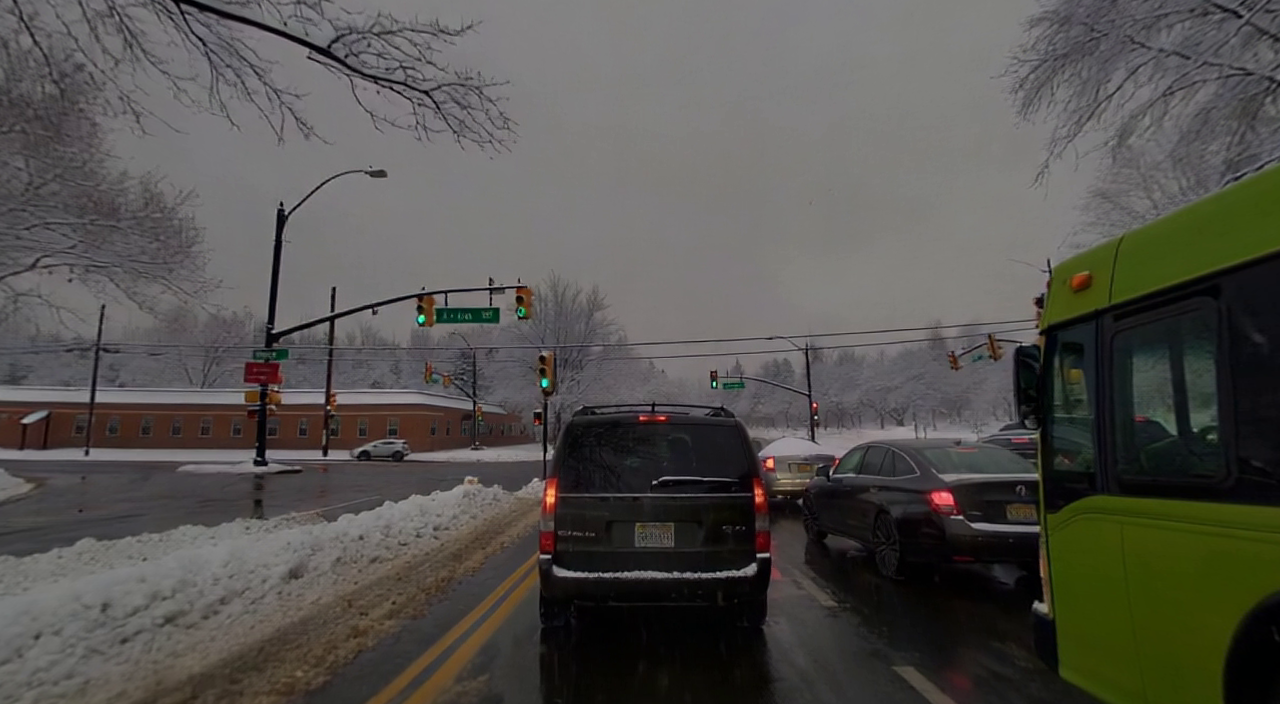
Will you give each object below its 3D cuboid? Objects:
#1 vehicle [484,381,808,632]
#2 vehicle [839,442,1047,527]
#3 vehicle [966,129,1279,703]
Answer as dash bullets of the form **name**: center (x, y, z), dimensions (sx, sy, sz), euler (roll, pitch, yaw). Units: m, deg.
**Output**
- **vehicle**: center (0.018, 1.475, 7.012), dimensions (2.381, 1.842, 4.603), euler (0, -8, -1)
- **vehicle**: center (5.986, 2.639, 13.228), dimensions (1.987, 1.457, 4.675), euler (0, -8, -1)
- **vehicle**: center (2.618, 0.318, 0.431), dimensions (2.037, 2.065, 5.037), euler (0, -8, 0)
